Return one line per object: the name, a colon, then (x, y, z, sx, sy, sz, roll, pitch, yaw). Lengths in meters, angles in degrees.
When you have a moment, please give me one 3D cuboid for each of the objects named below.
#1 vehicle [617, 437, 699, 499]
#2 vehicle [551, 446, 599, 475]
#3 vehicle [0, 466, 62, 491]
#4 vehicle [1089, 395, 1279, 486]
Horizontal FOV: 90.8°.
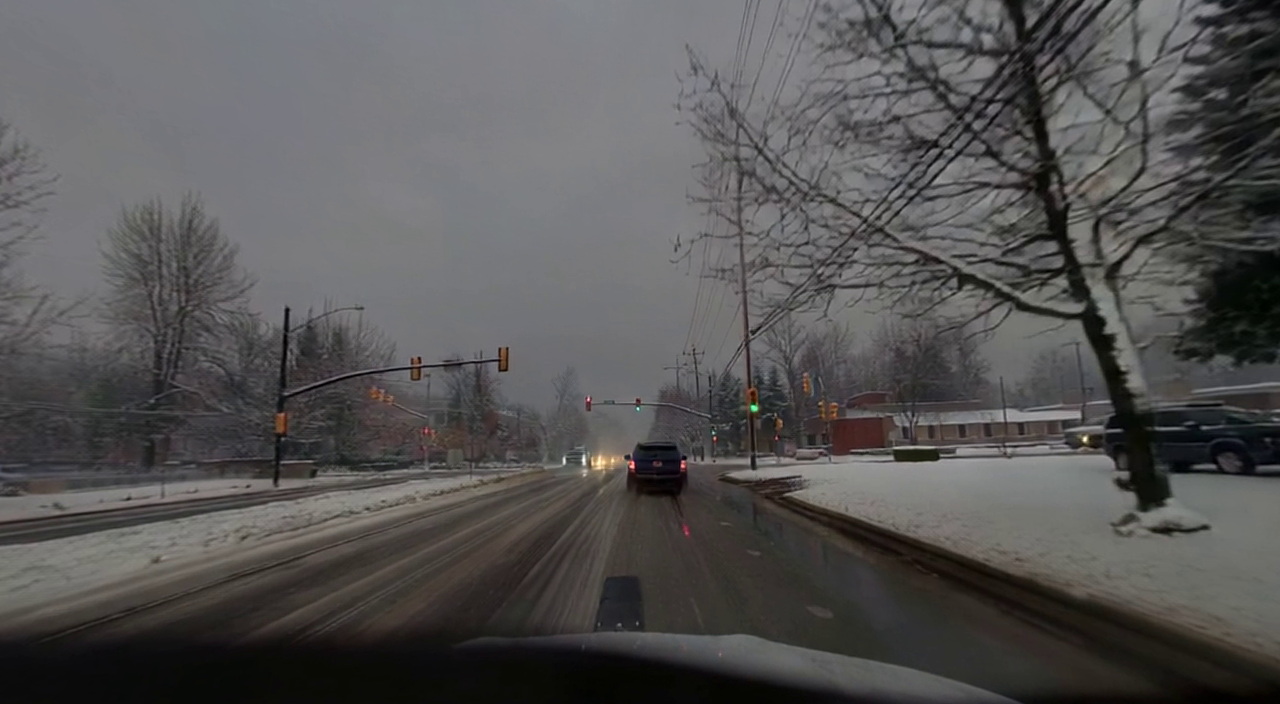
vehicle: (0.503, 3.366, 18.686, 2.156, 1.636, 3.923, 0, -9, 1)
vehicle: (-3.574, 6.041, 35.374, 2.153, 1.474, 4.284, 0, -9, 1)
vehicle: (-43.589, 8.737, 43.710, 5.149, 1.515, 1.942, 2, -10, -1)
vehicle: (14.350, 2.255, 16.019, 2.225, 1.922, 5.243, -1, -9, 3)
